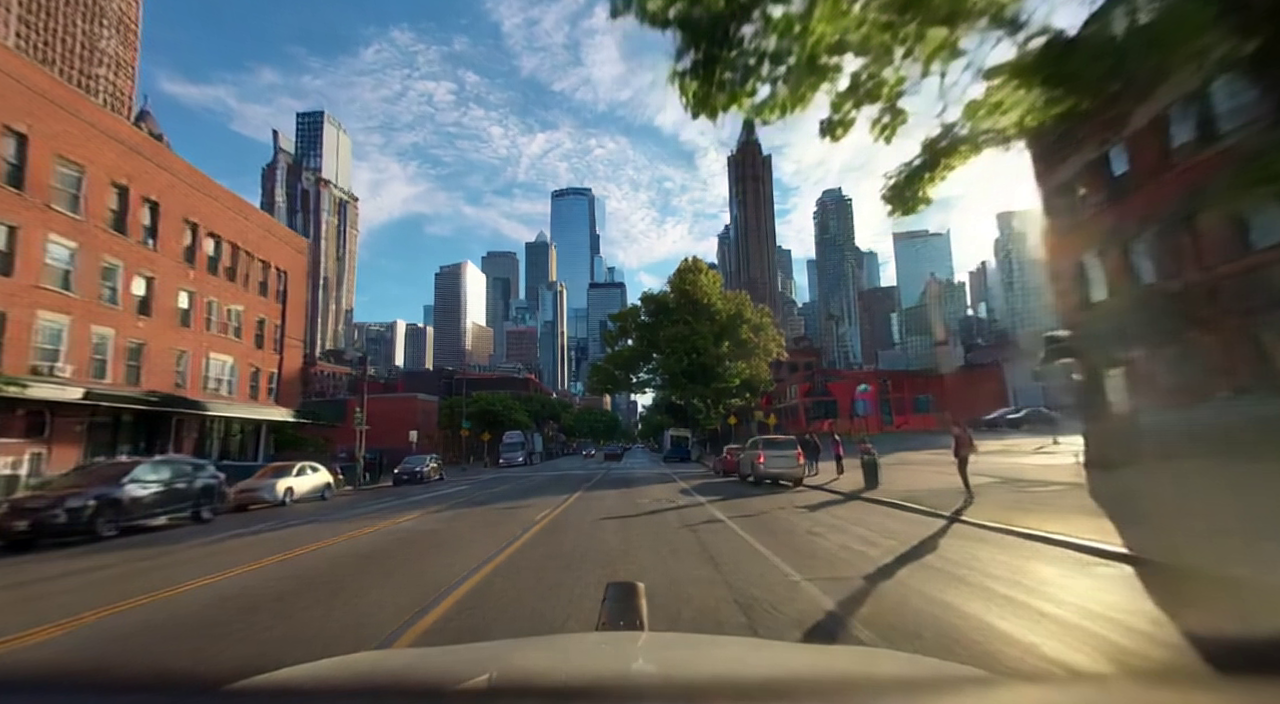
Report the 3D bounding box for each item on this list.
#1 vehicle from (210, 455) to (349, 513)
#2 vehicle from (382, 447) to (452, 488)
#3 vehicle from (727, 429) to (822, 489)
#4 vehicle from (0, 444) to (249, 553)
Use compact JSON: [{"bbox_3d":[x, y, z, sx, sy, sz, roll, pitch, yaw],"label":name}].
[{"bbox_3d":[-11.340,4.151,20.300,2.007,1.511,4.280,-4,-9,0],"label":"vehicle"},{"bbox_3d":[-11.221,5.820,32.159,2.039,1.770,4.445,-3,-9,-1],"label":"vehicle"},{"bbox_3d":[4.681,3.808,22.957,2.237,1.908,5.320,0,-8,-1],"label":"vehicle"},{"bbox_3d":[-11.294,3.030,13.985,1.970,1.828,5.519,-3,-8,-2],"label":"vehicle"}]
